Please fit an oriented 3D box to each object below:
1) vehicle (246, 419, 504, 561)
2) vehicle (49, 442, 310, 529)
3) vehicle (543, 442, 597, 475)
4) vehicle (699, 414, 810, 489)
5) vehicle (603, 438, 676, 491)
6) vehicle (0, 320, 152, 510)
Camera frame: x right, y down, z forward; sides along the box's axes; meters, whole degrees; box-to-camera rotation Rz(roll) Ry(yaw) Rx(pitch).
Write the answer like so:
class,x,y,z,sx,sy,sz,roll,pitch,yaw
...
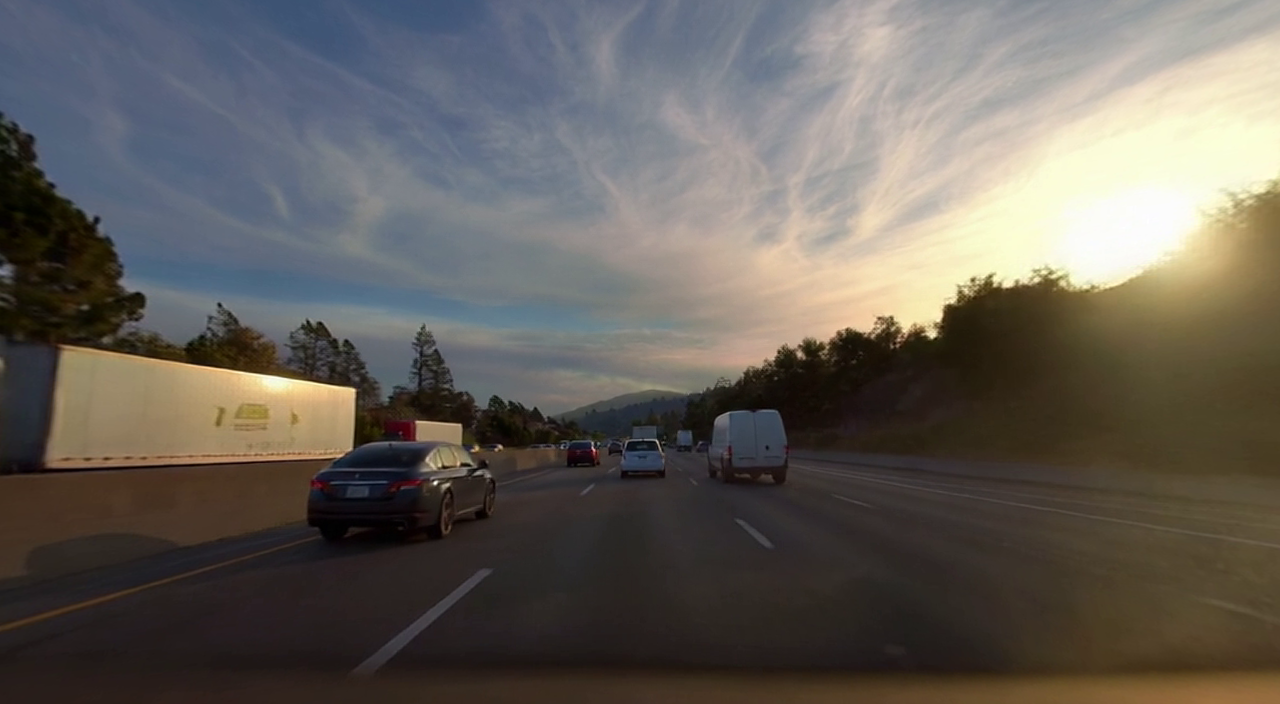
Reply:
class,x,y,z,sx,sy,sz,roll,pitch,yaw
vehicle,-3.497,1.900,9.382,1.956,1.602,4.258,0,-9,0
vehicle,-9.022,2.604,12.996,1.937,1.450,4.569,0,-9,0
vehicle,-3.299,5.094,30.402,2.062,1.459,4.365,0,-9,1
vehicle,3.499,3.232,20.611,2.460,2.086,5.576,0,-9,-1
vehicle,-0.034,3.464,19.742,2.053,1.461,3.941,0,-9,0
vehicle,-15.269,1.297,13.084,3.043,4.038,8.794,0,-9,0
